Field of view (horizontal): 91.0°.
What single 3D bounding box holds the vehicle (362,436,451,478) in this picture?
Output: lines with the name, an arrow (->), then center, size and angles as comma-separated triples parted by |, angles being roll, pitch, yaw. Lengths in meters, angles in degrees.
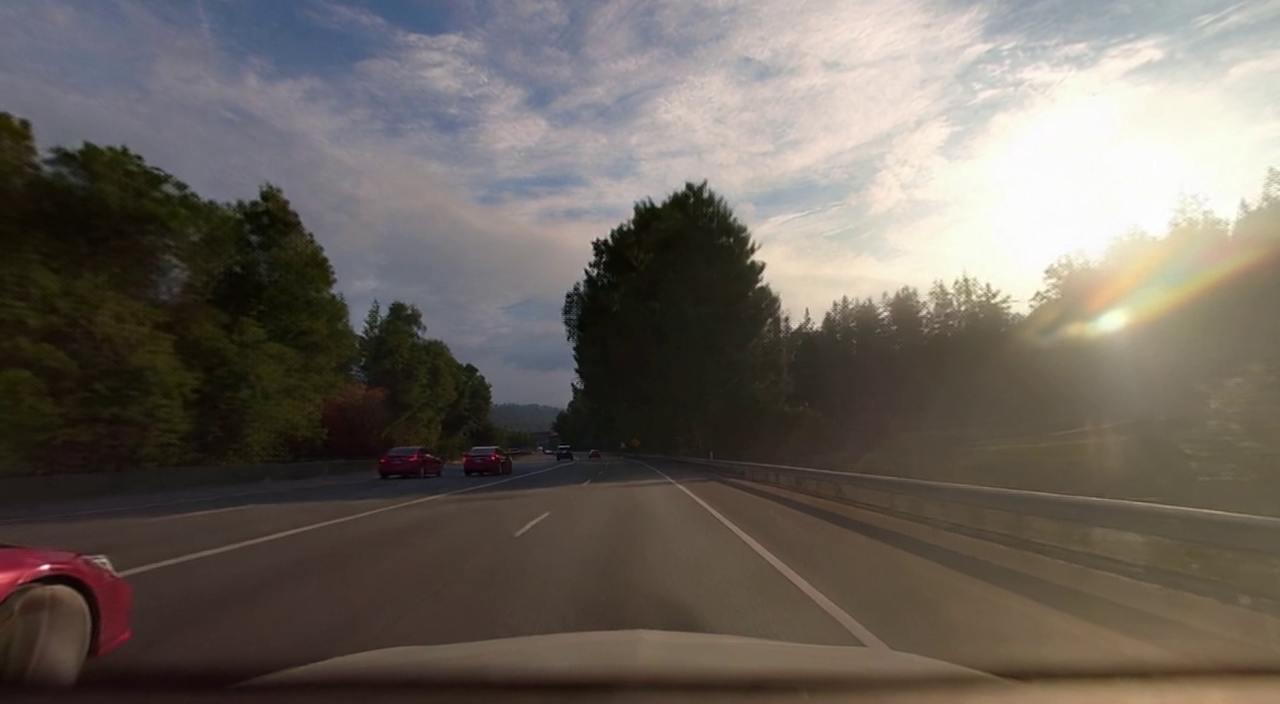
vehicle -> -11.697, 5.306, 32.072 | 2.425, 1.926, 5.584 | 0, -9, -1

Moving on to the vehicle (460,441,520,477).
vehicle -> -7.599, 5.476, 32.365 | 2.060, 1.680, 4.255 | 0, -9, -1
